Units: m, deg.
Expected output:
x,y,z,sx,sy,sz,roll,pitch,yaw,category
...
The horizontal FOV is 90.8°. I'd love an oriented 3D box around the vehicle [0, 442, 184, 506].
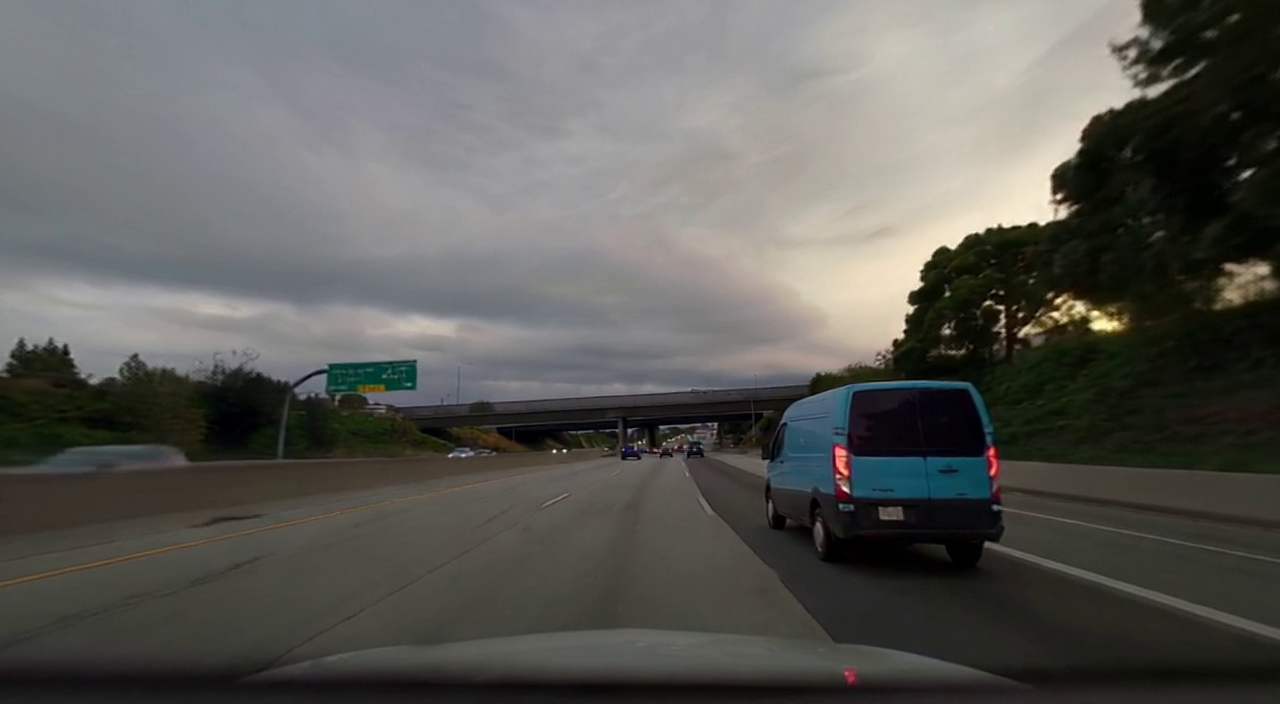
x,y,z,sx,sy,sz,roll,pitch,yaw,category
-16.584,3.538,18.916,2.086,1.630,4.882,0,-9,1,vehicle
